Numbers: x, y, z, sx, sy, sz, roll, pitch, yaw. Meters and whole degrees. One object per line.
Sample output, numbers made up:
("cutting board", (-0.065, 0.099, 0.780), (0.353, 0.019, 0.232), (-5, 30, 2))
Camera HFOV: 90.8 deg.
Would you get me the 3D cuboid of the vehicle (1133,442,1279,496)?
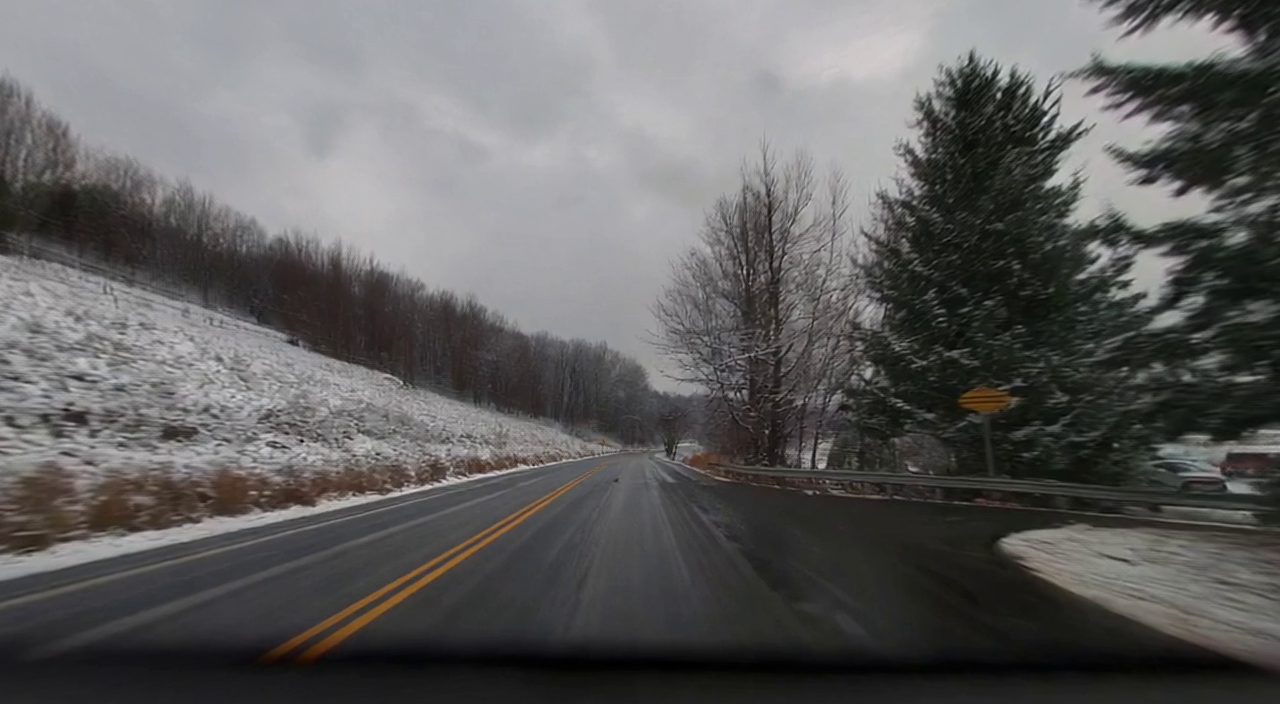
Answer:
("vehicle", (35.331, 7.174, 39.101), (7.025, 2.942, 2.463), (-1, -7, 15))
